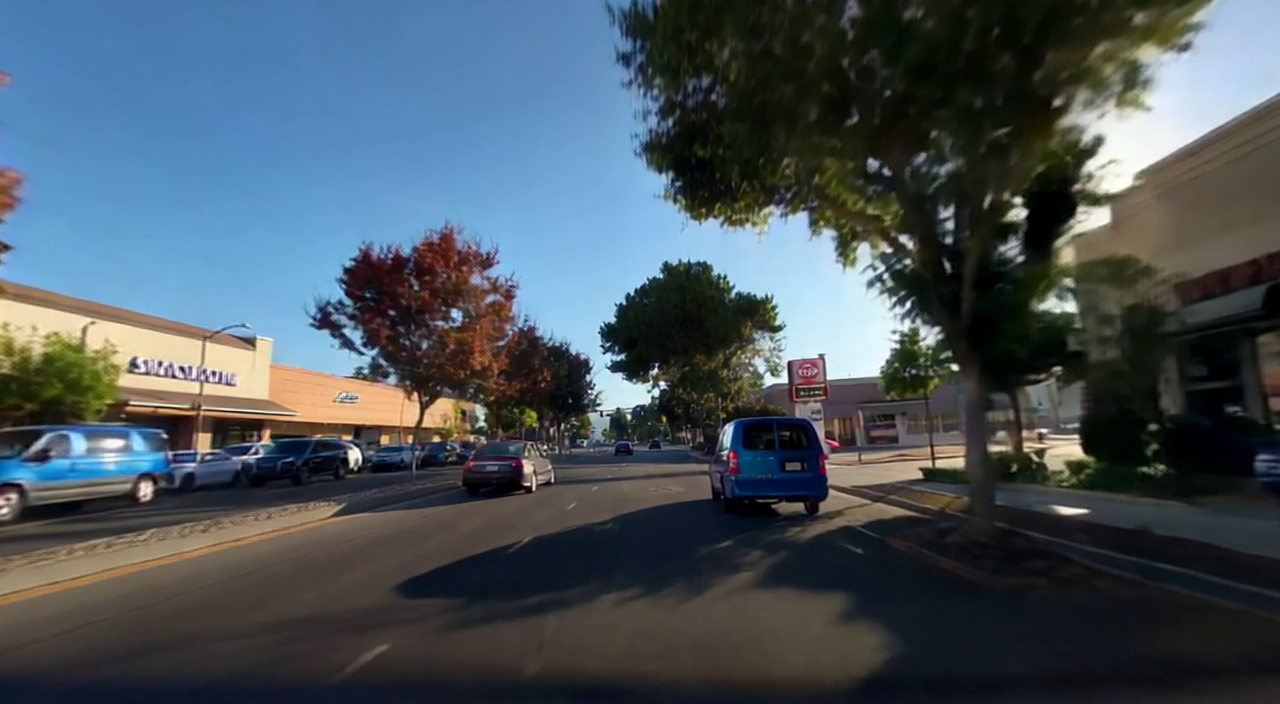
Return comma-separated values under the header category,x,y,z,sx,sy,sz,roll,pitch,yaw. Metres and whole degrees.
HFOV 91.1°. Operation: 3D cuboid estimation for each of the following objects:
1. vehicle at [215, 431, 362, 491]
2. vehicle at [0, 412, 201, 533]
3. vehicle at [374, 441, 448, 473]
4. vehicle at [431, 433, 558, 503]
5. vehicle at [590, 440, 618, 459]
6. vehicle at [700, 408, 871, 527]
category,x,y,z,sx,sy,sz,roll,pitch,yaw
vehicle,-11.801,3.685,21.605,2.117,1.787,4.917,0,-8,1
vehicle,-11.918,2.311,12.463,2.359,2.018,5.504,0,-8,1
vehicle,-11.303,5.214,31.357,1.959,1.488,4.390,-1,-8,2
vehicle,-3.412,2.822,15.669,1.966,1.481,4.385,-1,-8,2
vehicle,-2.761,7.607,48.950,1.840,1.442,4.050,0,-8,1
vehicle,2.405,2.087,11.790,2.293,1.779,4.457,-1,-8,2
